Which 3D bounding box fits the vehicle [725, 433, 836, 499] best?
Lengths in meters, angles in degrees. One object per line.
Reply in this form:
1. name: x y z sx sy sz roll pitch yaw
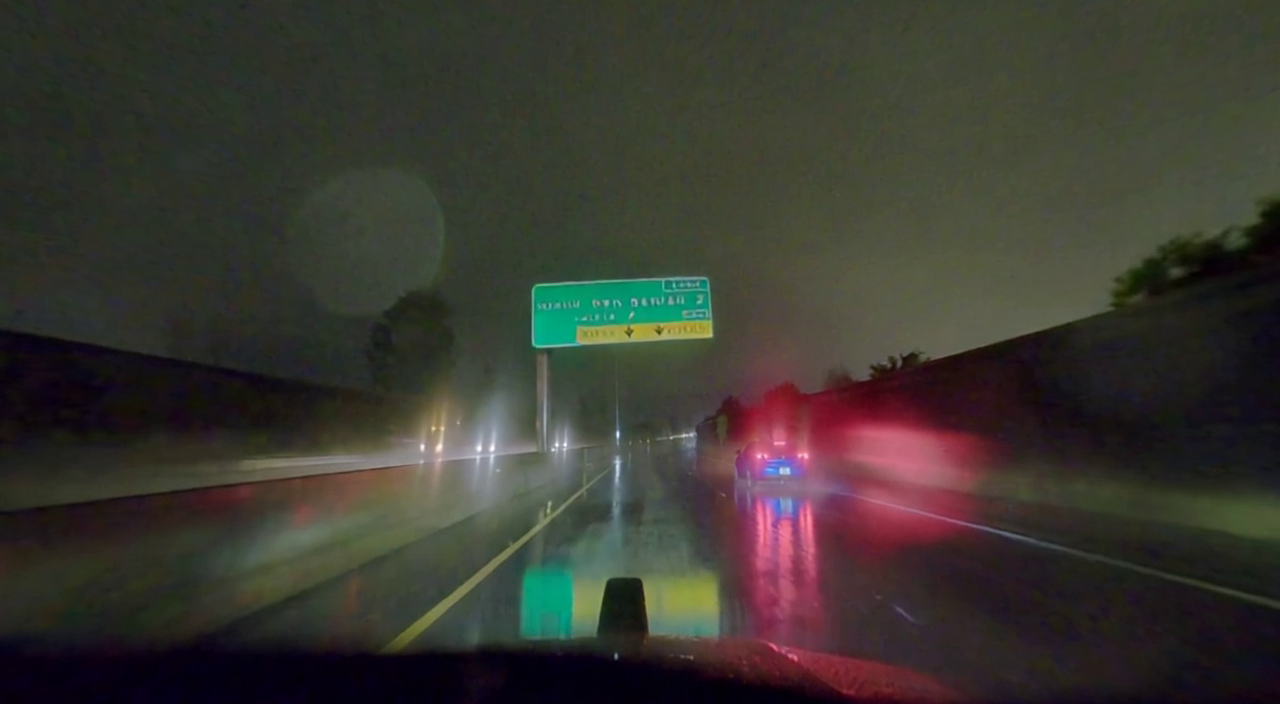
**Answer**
1. vehicle: 3.568 2.978 16.857 1.997 1.515 4.025 0 -9 0
